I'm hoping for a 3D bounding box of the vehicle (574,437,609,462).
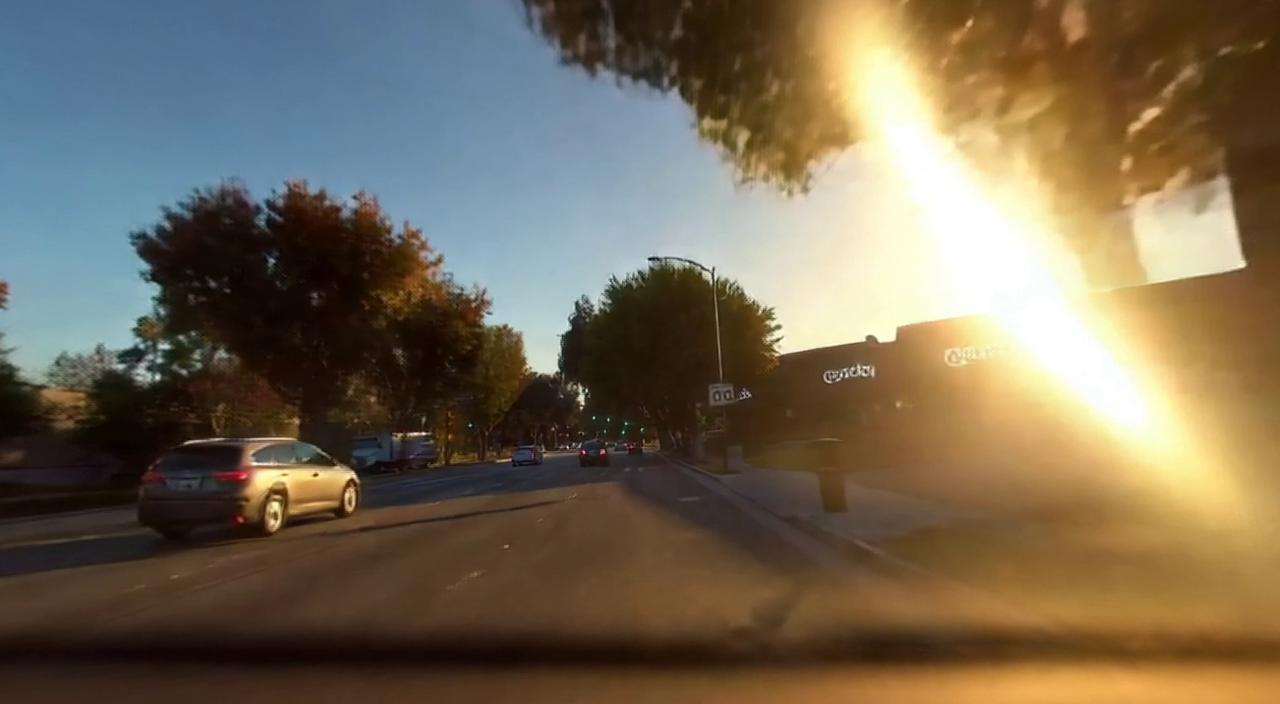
[{"bbox_3d":[-3.273,6.687,43.220,2.100,1.661,3.837,0,-9,1],"label":"vehicle"}]

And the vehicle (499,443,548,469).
[{"bbox_3d":[-6.821,6.124,37.386,2.072,1.427,4.328,0,-9,0],"label":"vehicle"}]

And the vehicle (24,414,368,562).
[{"bbox_3d":[-6.680,2.090,10.458,2.137,1.835,4.844,0,-9,0],"label":"vehicle"}]
